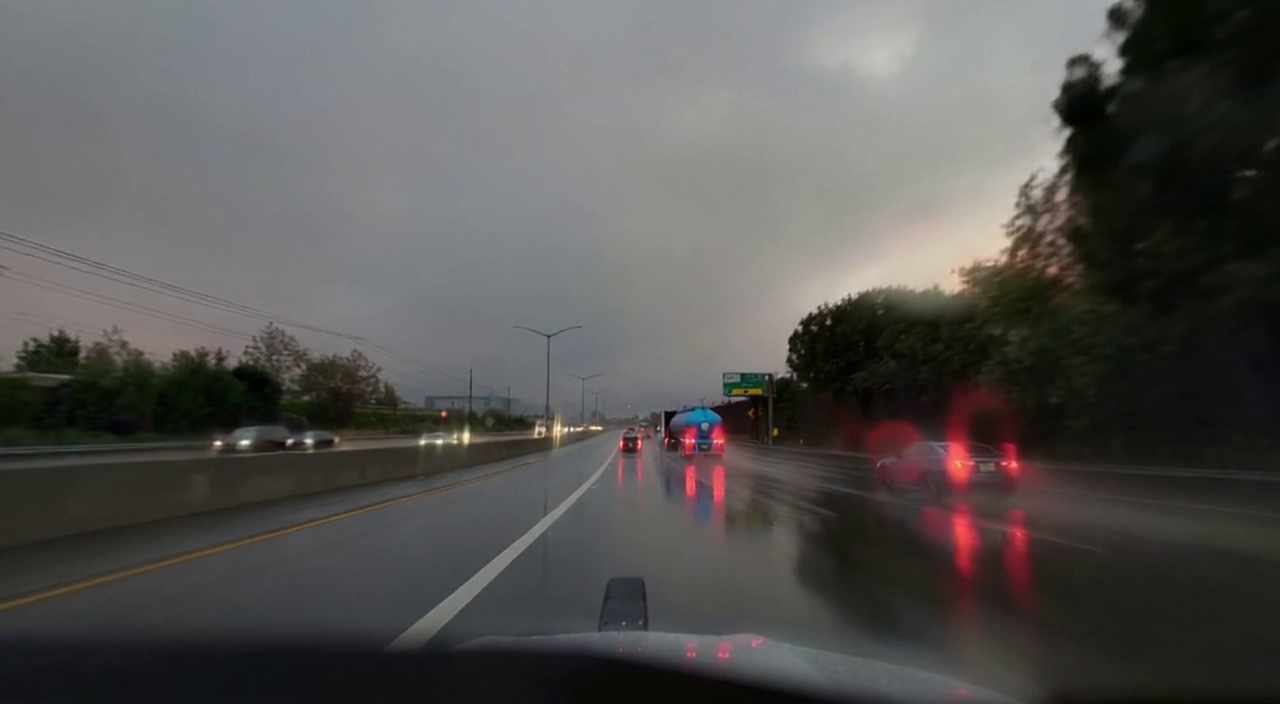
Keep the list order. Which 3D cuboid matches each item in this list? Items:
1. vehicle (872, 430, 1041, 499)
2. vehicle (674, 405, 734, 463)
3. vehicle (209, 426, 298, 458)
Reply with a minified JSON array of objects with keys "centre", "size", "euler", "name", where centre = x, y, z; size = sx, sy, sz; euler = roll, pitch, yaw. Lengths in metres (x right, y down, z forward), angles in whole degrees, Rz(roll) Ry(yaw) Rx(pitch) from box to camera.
[{"centre":[7.759,2.782,16.092],"size":[1.905,1.480,4.624],"euler":[0,-8,0],"name":"vehicle"},{"centre":[3.754,5.070,38.764],"size":[2.791,3.179,8.074],"euler":[0,-8,0],"name":"vehicle"},{"centre":[-25.039,5.862,41.146],"size":[2.219,1.863,5.715],"euler":[0,-8,0],"name":"vehicle"}]
